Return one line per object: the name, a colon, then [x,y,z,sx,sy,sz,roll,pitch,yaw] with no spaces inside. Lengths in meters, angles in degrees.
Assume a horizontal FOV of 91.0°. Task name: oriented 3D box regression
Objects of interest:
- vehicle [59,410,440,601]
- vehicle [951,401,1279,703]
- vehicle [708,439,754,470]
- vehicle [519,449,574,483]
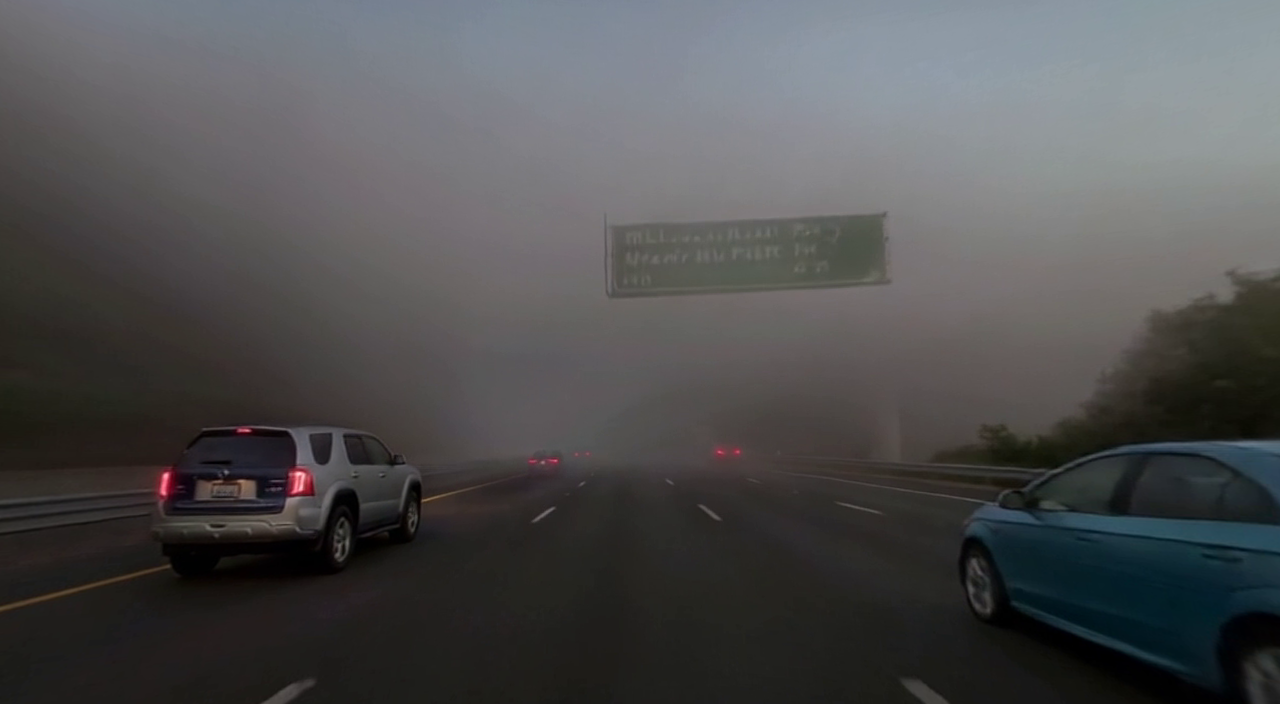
vehicle: [-4.288,1.748,8.015,2.079,1.745,4.281,0,-9,0]
vehicle: [3.721,1.080,3.137,2.120,1.572,4.344,0,-9,0]
vehicle: [6.523,7.480,45.885,2.378,2.096,5.119,0,-9,-2]
vehicle: [-4.400,5.419,30.302,2.009,1.488,4.289,0,-9,-1]
